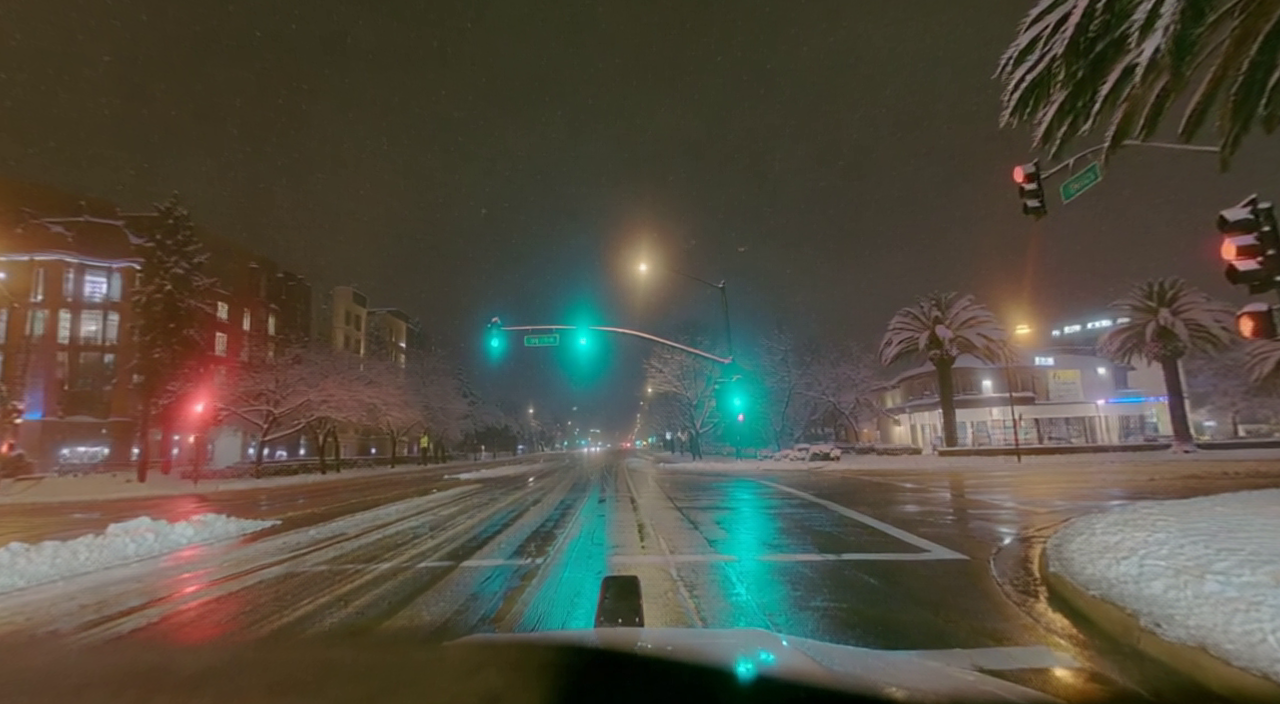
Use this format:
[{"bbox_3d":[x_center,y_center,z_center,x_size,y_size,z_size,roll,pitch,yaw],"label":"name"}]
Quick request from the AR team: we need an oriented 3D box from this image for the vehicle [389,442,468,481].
[{"bbox_3d":[-10.742,5.581,32.364,2.270,1.833,4.860,0,-9,1],"label":"vehicle"}]
